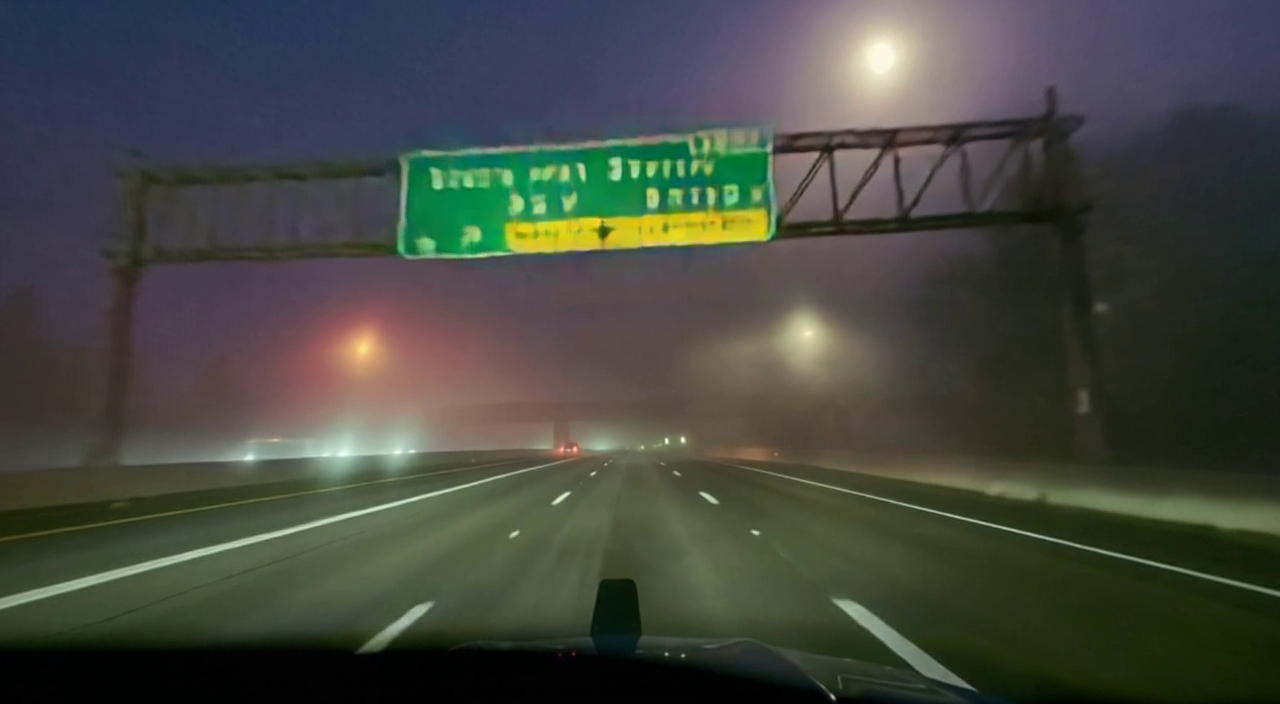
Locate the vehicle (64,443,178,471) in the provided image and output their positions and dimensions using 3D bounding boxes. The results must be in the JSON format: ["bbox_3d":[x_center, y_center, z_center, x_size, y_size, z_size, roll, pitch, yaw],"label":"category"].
[{"bbox_3d":[-22.209,4.475,27.251,1.836,1.103,3.676,0,-8,-1],"label":"vehicle"}]

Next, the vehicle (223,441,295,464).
[{"bbox_3d":[-28.981,7.636,48.299,2.045,1.631,5.399,0,-8,1],"label":"vehicle"}]
